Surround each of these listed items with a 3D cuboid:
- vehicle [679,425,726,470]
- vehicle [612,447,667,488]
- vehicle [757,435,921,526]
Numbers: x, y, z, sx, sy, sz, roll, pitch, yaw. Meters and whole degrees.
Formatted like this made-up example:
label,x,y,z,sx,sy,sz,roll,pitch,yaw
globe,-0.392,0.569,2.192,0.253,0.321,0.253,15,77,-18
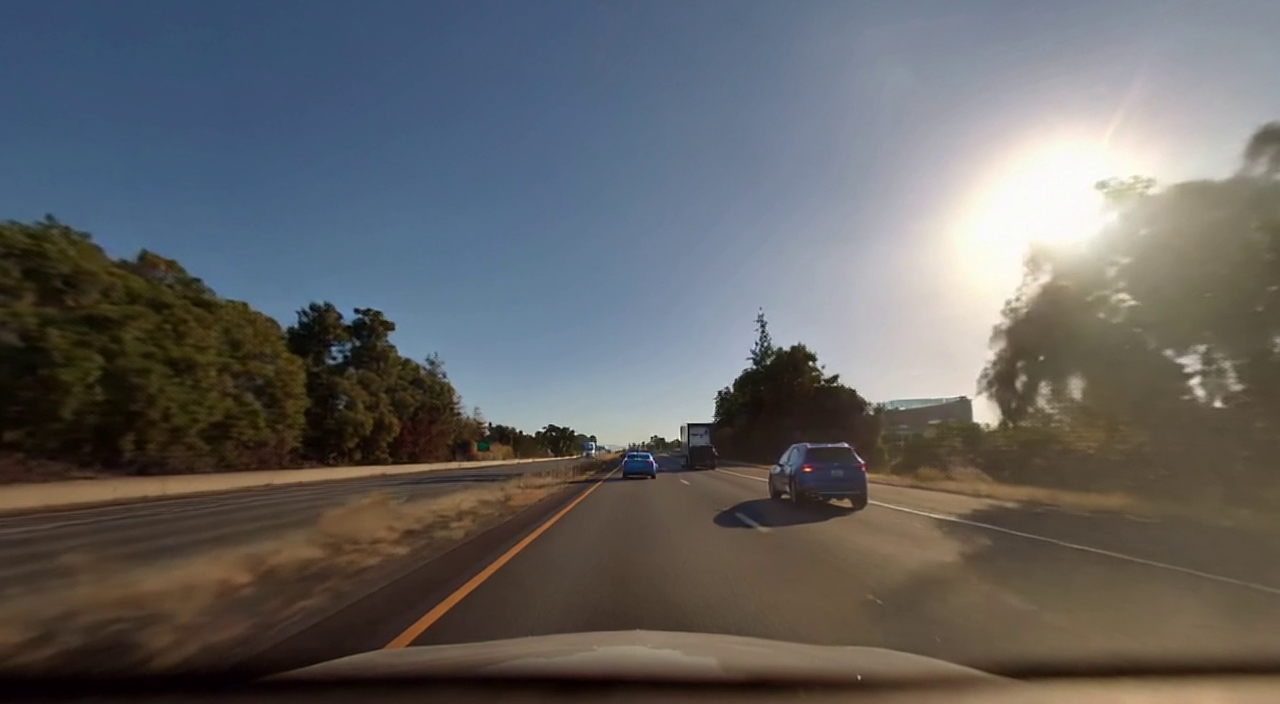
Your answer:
label,x,y,z,sx,sy,sz,roll,pitch,yaw
vehicle,4.658,7.389,48.433,2.791,3.201,7.145,0,-9,-1
vehicle,-0.030,4.689,25.726,2.066,1.490,3.759,0,-9,-1
vehicle,3.806,2.533,12.870,1.953,1.540,4.101,0,-9,-1
